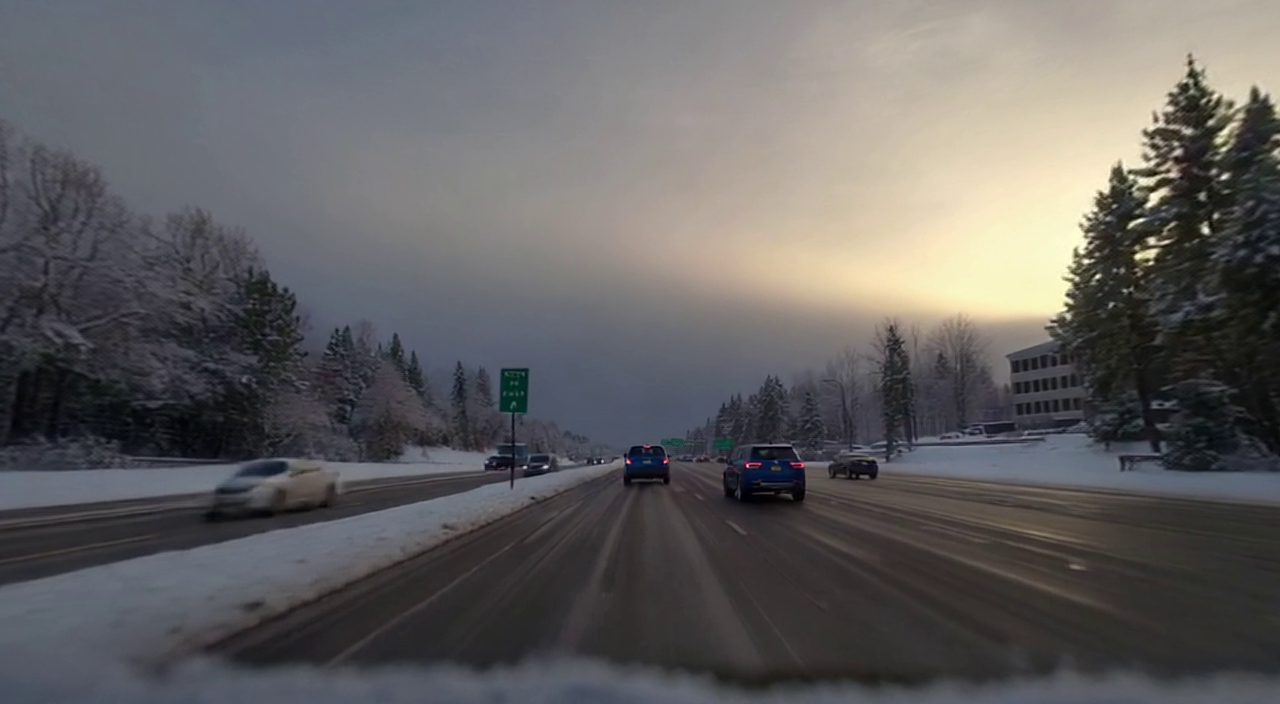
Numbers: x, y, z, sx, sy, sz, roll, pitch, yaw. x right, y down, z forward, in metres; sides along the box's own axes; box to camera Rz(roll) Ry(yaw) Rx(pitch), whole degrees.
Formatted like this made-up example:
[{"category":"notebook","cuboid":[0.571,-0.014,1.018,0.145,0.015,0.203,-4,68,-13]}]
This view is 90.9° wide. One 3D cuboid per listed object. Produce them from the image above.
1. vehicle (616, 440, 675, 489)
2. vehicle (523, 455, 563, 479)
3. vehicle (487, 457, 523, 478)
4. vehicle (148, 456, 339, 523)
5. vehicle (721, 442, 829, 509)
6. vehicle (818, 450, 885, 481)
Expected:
[{"category":"vehicle","cuboid":[0.224,4.692,26.638,2.290,1.862,4.454,0,-8,1]},{"category":"vehicle","cuboid":[-6.460,7.731,42.660,1.830,1.466,5.021,0,-9,1]},{"category":"vehicle","cuboid":[-10.360,8.892,48.666,1.810,1.486,3.800,0,-8,1]},{"category":"vehicle","cuboid":[-10.542,3.655,17.330,2.146,1.479,4.671,0,-8,1]},{"category":"vehicle","cuboid":[3.557,3.317,17.431,2.042,1.592,4.047,0,-8,-1]},{"category":"vehicle","cuboid":[11.266,6.070,34.010,1.985,1.503,4.842,0,-8,0]}]
